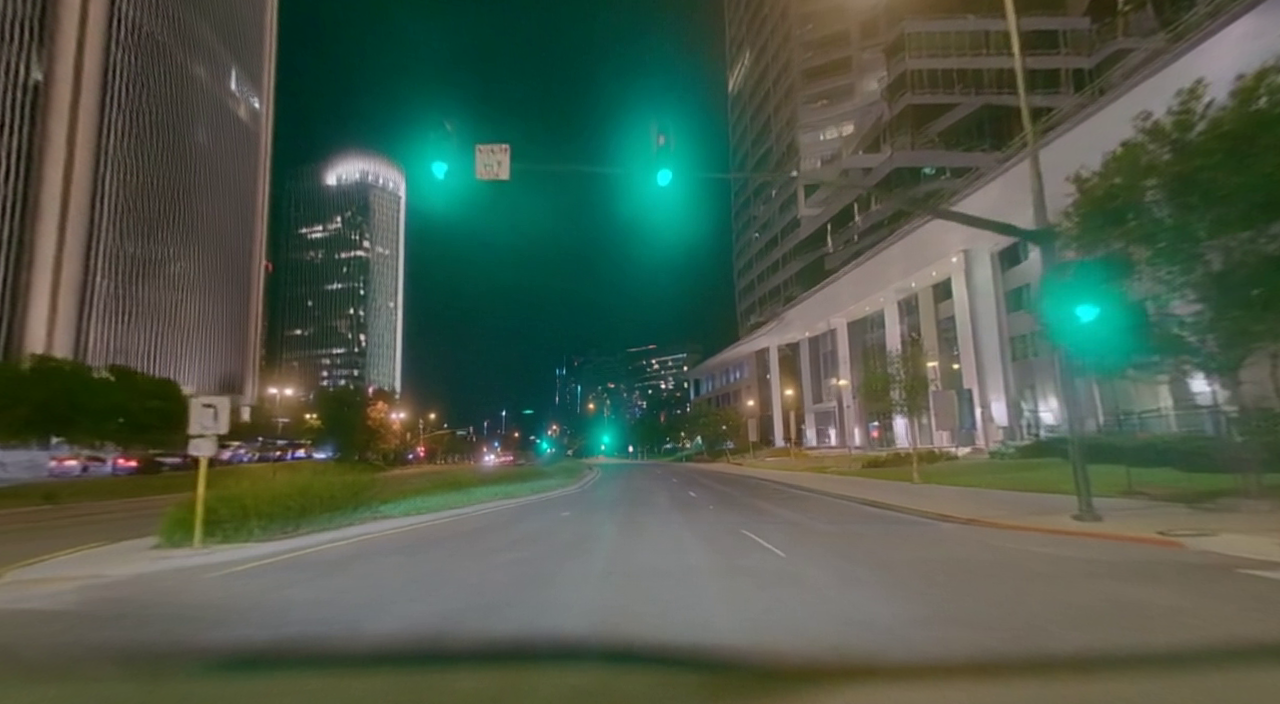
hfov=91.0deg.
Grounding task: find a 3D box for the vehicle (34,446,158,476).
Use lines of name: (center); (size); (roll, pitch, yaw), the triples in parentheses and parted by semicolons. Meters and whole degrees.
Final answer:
vehicle: (-29.004, 5.810, 33.676); (4.652, 1.489, 1.992); (0, -9, -2)
